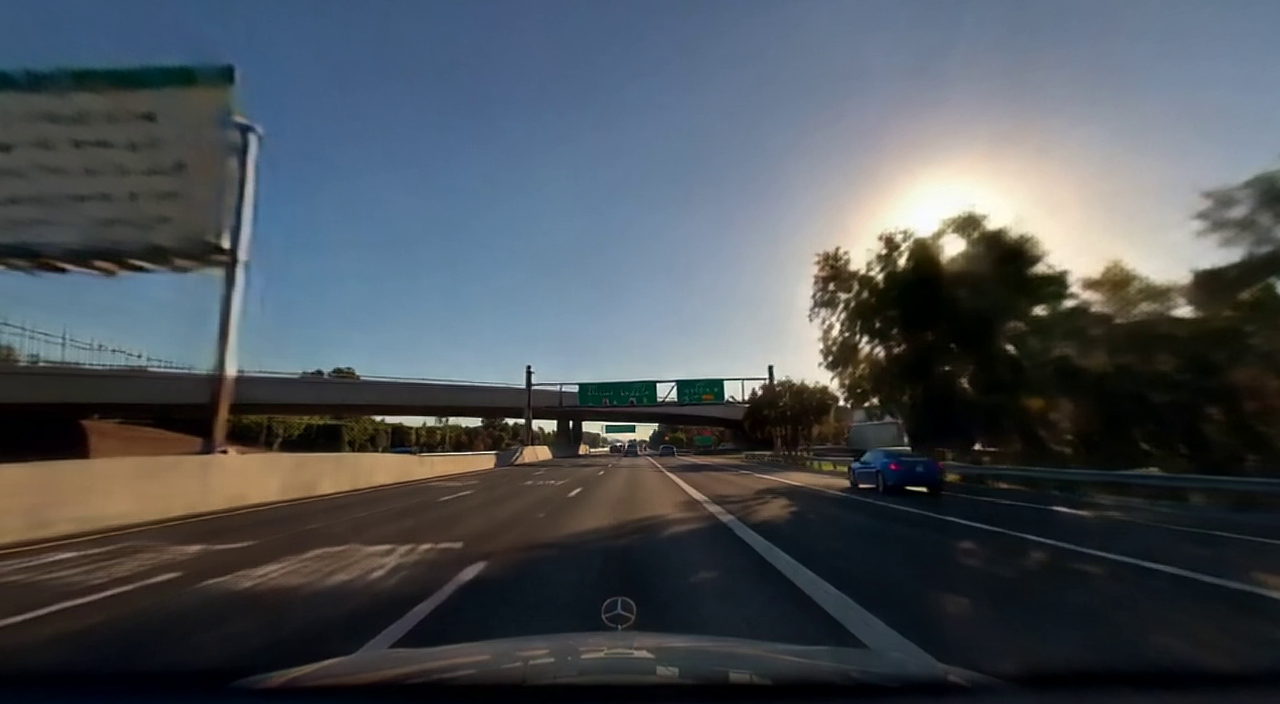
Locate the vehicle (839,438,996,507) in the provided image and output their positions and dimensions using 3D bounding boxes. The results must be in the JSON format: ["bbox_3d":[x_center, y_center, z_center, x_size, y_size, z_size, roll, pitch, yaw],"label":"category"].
[{"bbox_3d":[6.914,2.999,16.382,1.958,1.498,4.447,1,-8,-1],"label":"vehicle"}]

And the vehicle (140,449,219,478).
[{"bbox_3d":[-26.480,6.387,36.454,1.706,1.468,3.746,0,-8,0],"label":"vehicle"}]
